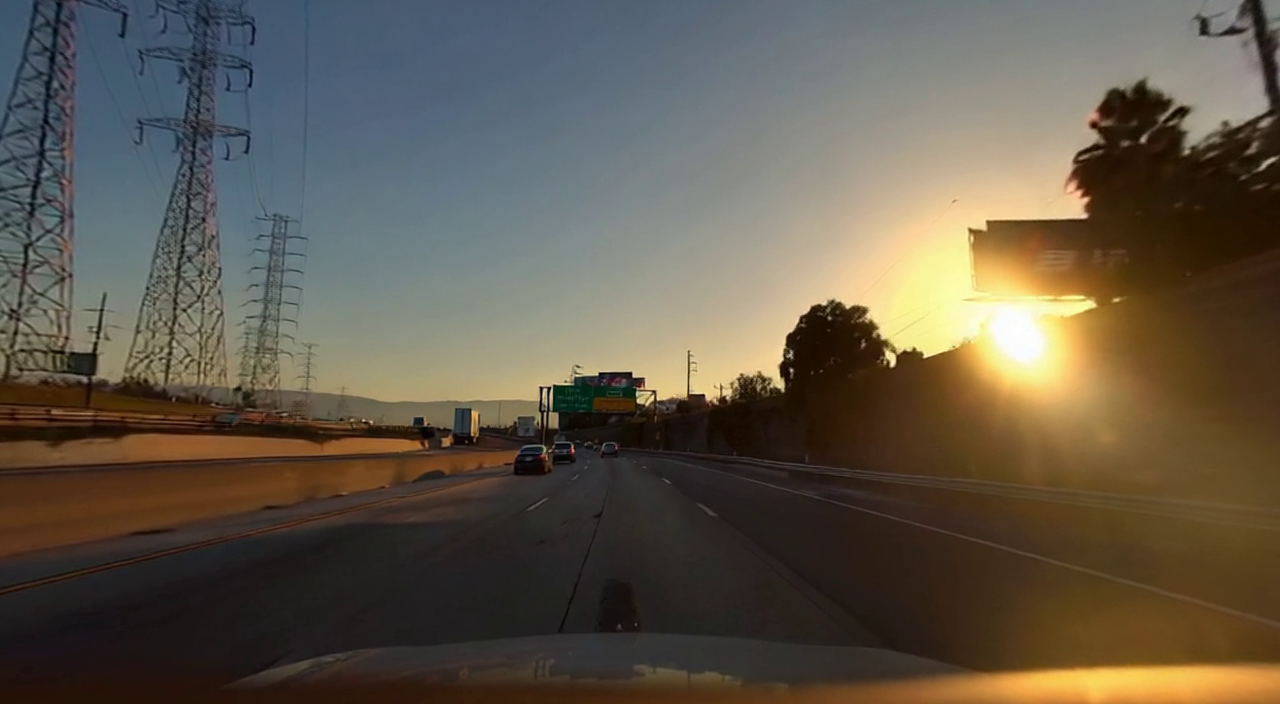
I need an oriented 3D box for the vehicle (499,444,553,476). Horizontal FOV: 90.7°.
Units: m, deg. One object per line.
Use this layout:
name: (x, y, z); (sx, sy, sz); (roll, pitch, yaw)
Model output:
vehicle: (-5.384, 5.106, 30.283); (1.921, 1.420, 4.078); (0, -8, -2)
